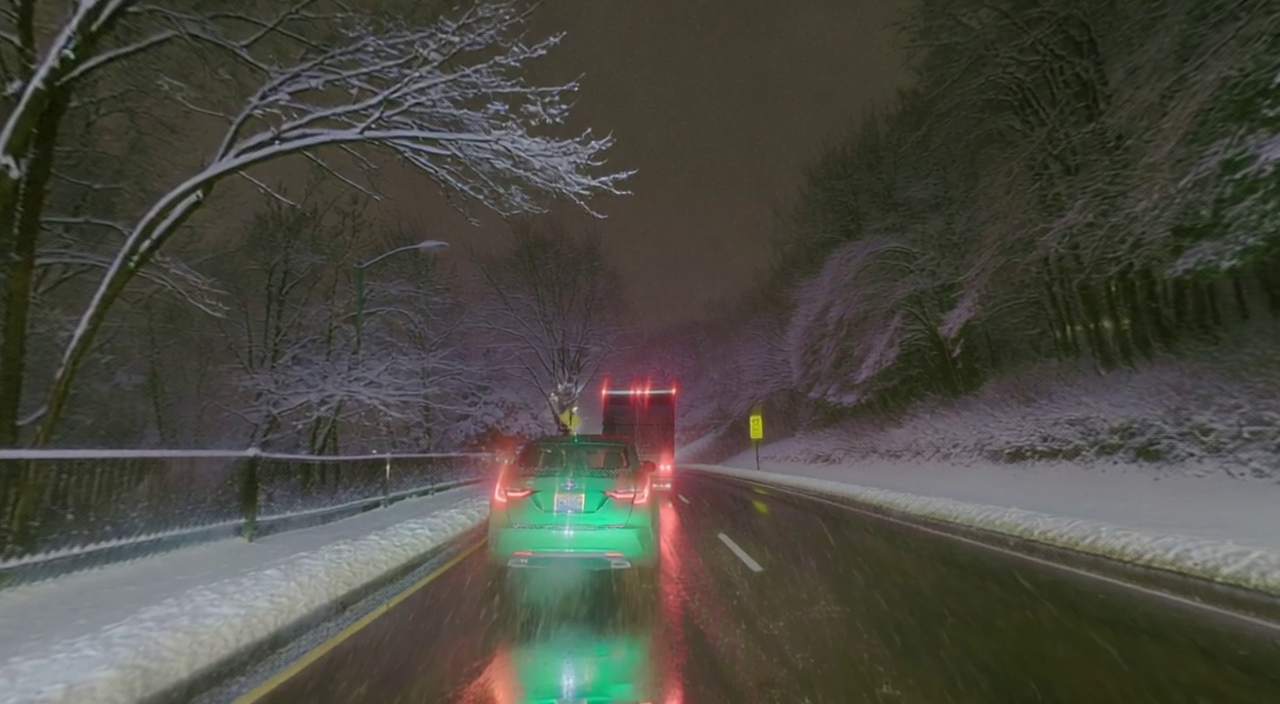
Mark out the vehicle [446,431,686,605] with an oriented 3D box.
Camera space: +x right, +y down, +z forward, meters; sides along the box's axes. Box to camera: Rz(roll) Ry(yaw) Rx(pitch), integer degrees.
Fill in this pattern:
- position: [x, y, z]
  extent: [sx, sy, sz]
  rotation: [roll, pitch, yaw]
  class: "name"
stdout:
- position: [-0.632, 1.754, 7.580]
  extent: [2.076, 1.490, 4.078]
  rotation: [0, -9, 0]
  class: "vehicle"
